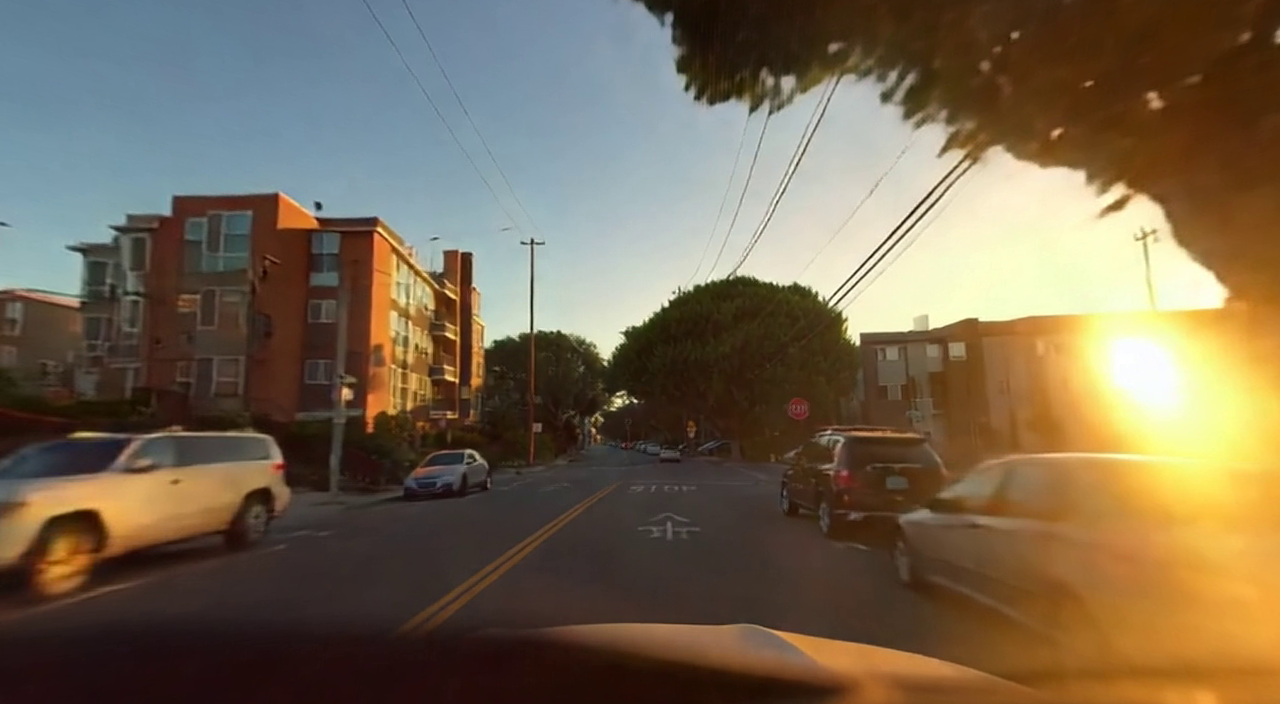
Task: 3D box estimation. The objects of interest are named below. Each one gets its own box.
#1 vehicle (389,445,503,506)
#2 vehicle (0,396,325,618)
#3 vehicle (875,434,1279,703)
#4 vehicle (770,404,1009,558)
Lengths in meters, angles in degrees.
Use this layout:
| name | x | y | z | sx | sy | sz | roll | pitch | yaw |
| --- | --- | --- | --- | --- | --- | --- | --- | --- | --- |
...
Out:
| name | x | y | z | sx | sy | sz | roll | pitch | yaw |
| --- | --- | --- | --- | --- | --- | --- | --- | --- | --- |
| vehicle | -5.815 | 3.710 | 19.551 | 1.922 | 1.505 | 4.502 | -4 | -8 | 3 |
| vehicle | -6.569 | 1.757 | 8.157 | 2.158 | 1.929 | 5.184 | -1 | -9 | 2 |
| vehicle | 3.434 | 1.396 | 4.697 | 1.861 | 1.457 | 4.470 | -1 | -9 | 3 |
| vehicle | 3.896 | 2.113 | 11.027 | 2.300 | 1.913 | 4.896 | 4 | -9 | 2 |
